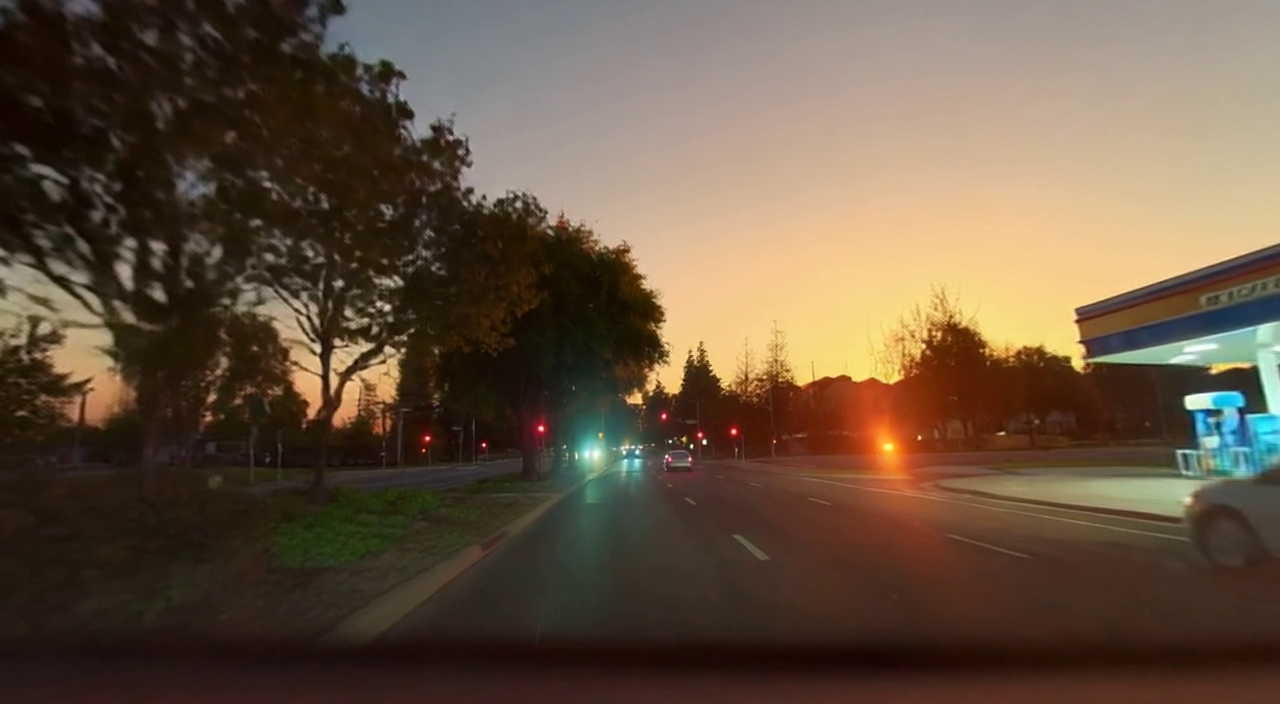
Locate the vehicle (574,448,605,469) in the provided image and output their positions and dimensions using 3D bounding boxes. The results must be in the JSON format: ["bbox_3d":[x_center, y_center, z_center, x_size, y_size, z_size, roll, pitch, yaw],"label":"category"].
[{"bbox_3d":[-3.804,8.093,48.222,2.049,1.449,4.213,0,-9,0],"label":"vehicle"}]

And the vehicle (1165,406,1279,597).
[{"bbox_3d":[6.644,1.184,4.688,1.950,1.668,4.053,0,-9,0],"label":"vehicle"}]
